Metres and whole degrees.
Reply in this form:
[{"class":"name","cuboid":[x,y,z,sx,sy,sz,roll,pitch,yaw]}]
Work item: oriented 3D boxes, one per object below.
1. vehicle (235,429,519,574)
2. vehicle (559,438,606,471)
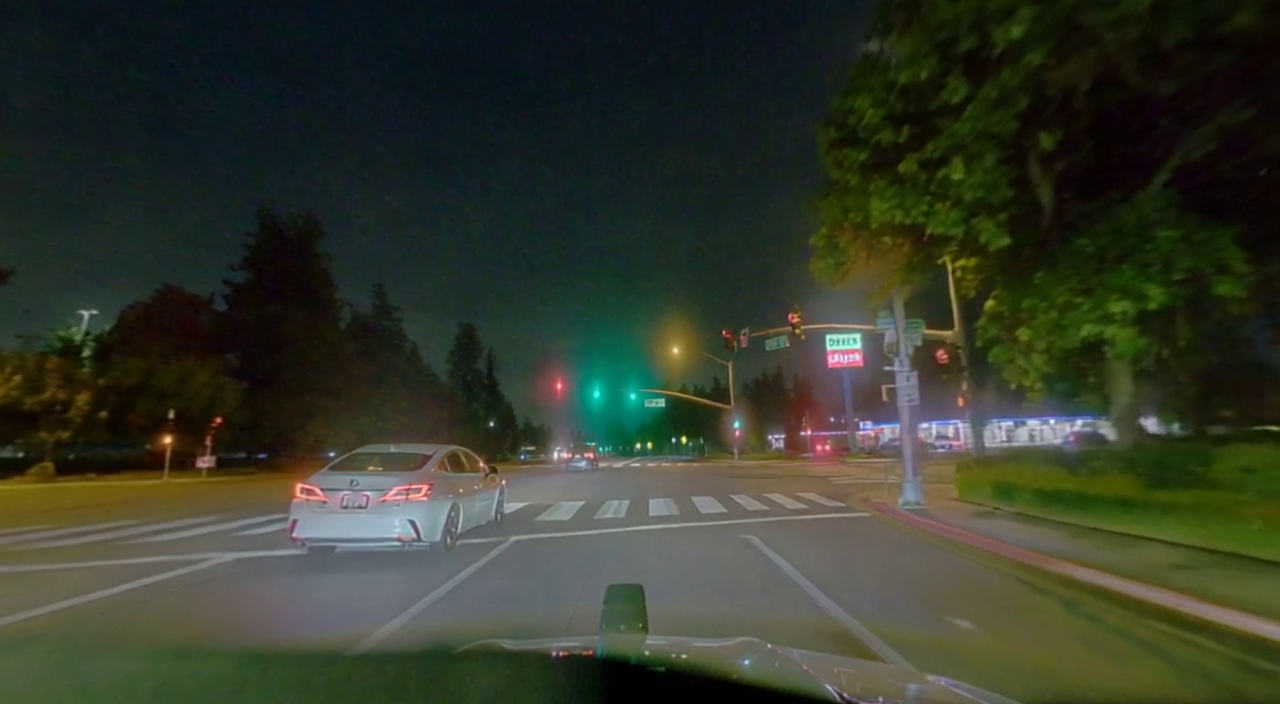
[{"class":"vehicle","cuboid":[-3.141,1.872,8.751,2.018,1.477,4.401,0,-9,0]},{"class":"vehicle","cuboid":[-3.108,5.641,34.952,2.109,1.692,4.220,0,-9,1]}]
